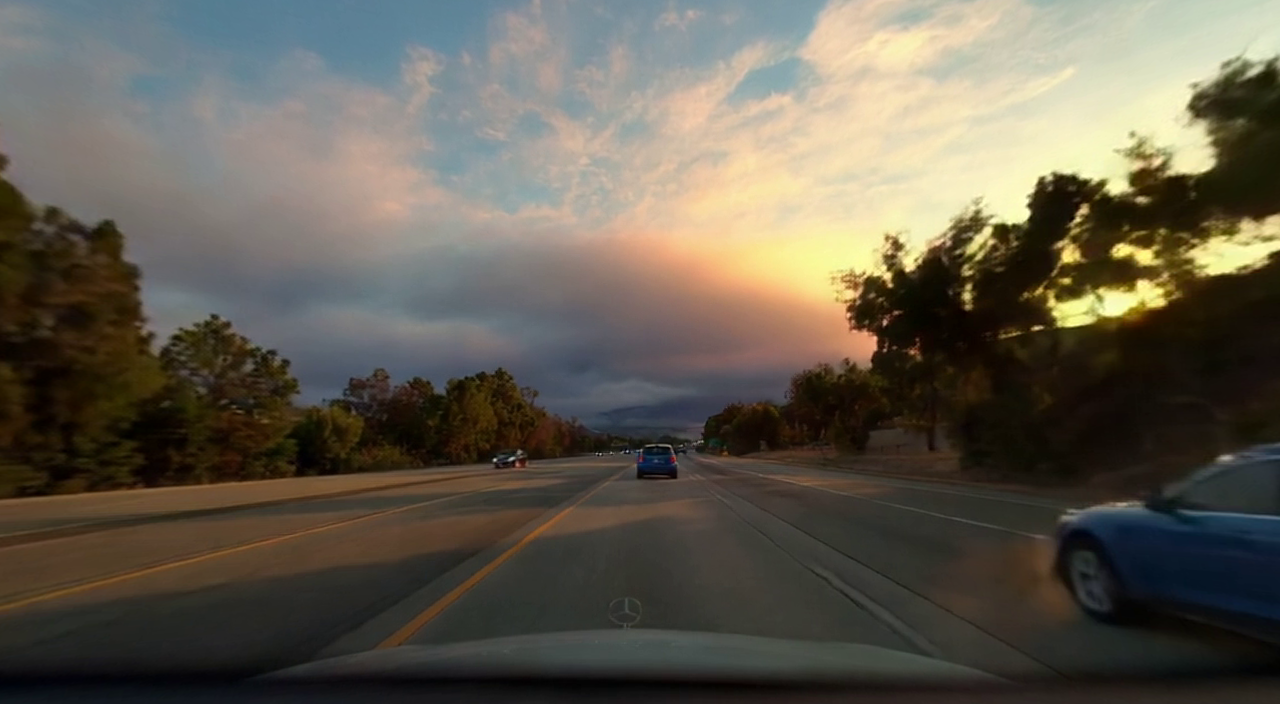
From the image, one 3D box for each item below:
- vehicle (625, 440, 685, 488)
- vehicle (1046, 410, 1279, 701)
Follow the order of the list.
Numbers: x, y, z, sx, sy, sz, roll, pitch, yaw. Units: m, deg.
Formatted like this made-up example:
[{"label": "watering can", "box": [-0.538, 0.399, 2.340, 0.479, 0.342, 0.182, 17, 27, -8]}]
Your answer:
[{"label": "vehicle", "box": [0.576, 4.405, 25.063, 2.190, 1.706, 4.062, 0, -9, 1]}, {"label": "vehicle", "box": [4.242, 0.989, 2.858, 1.864, 1.489, 4.379, 0, -9, 0]}]
